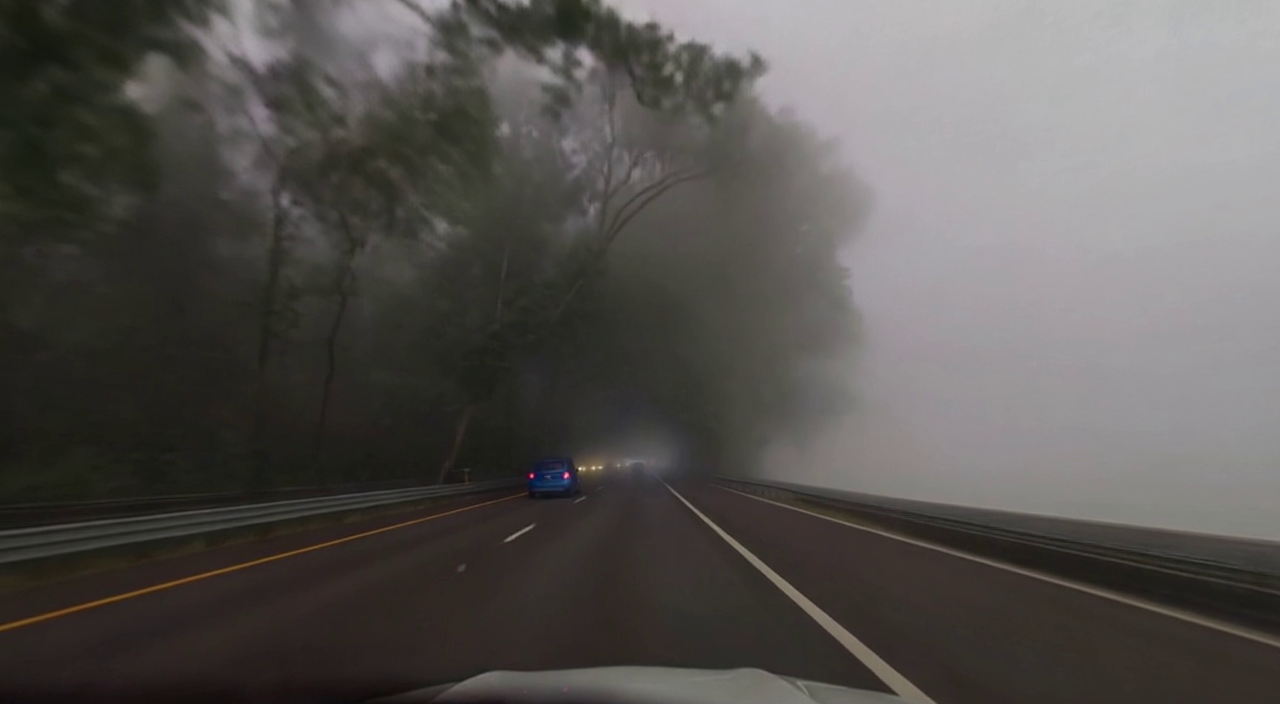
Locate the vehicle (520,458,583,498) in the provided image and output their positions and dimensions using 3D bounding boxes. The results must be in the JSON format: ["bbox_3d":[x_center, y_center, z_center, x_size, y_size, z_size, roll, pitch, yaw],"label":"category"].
[{"bbox_3d":[-3.829,5.545,27.943,2.081,1.586,4.245,0,-10,1],"label":"vehicle"}]

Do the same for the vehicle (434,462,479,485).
[{"bbox_3d":[-13.173,8.724,45.425,1.885,1.534,4.116,0,-10,1],"label":"vehicle"}]
